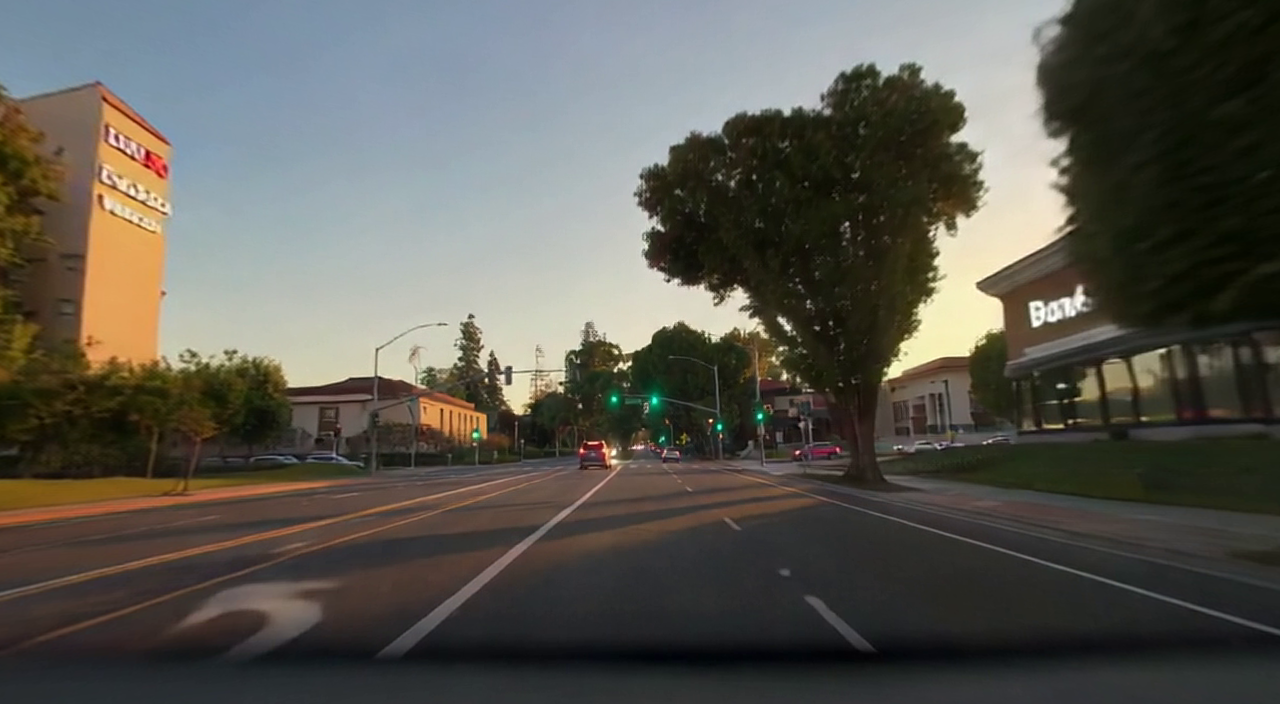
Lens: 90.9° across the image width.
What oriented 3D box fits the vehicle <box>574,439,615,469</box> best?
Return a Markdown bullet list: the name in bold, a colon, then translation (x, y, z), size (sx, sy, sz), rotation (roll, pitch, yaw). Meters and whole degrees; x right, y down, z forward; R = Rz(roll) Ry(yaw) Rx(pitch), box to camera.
- **vehicle**: translation (-2.844, 6.525, 40.598), size (2.250, 1.791, 4.300), rotation (0, -8, 1)
